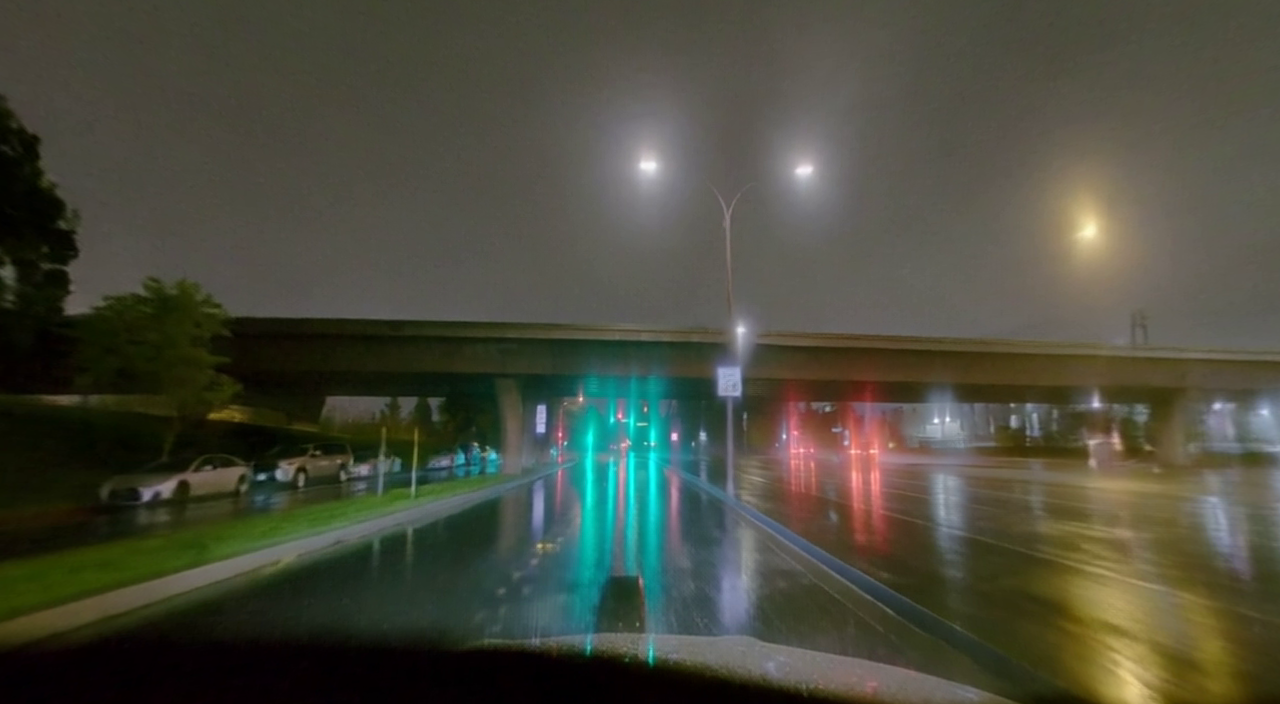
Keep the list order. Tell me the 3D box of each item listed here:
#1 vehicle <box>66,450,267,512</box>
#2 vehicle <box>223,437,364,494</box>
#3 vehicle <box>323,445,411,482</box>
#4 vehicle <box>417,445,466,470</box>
[{"bbox_3d":[-13.367,3.617,18.361,2.156,1.489,4.758,-1,-8,0],"label":"vehicle"},{"bbox_3d":[-13.026,4.270,24.300,2.064,1.809,5.545,2,-8,2],"label":"vehicle"},{"bbox_3d":[-13.040,5.334,30.575,2.074,1.529,5.079,1,-8,-1],"label":"vehicle"},{"bbox_3d":[-13.162,6.997,42.265,1.907,1.553,4.683,0,-8,-2],"label":"vehicle"}]
